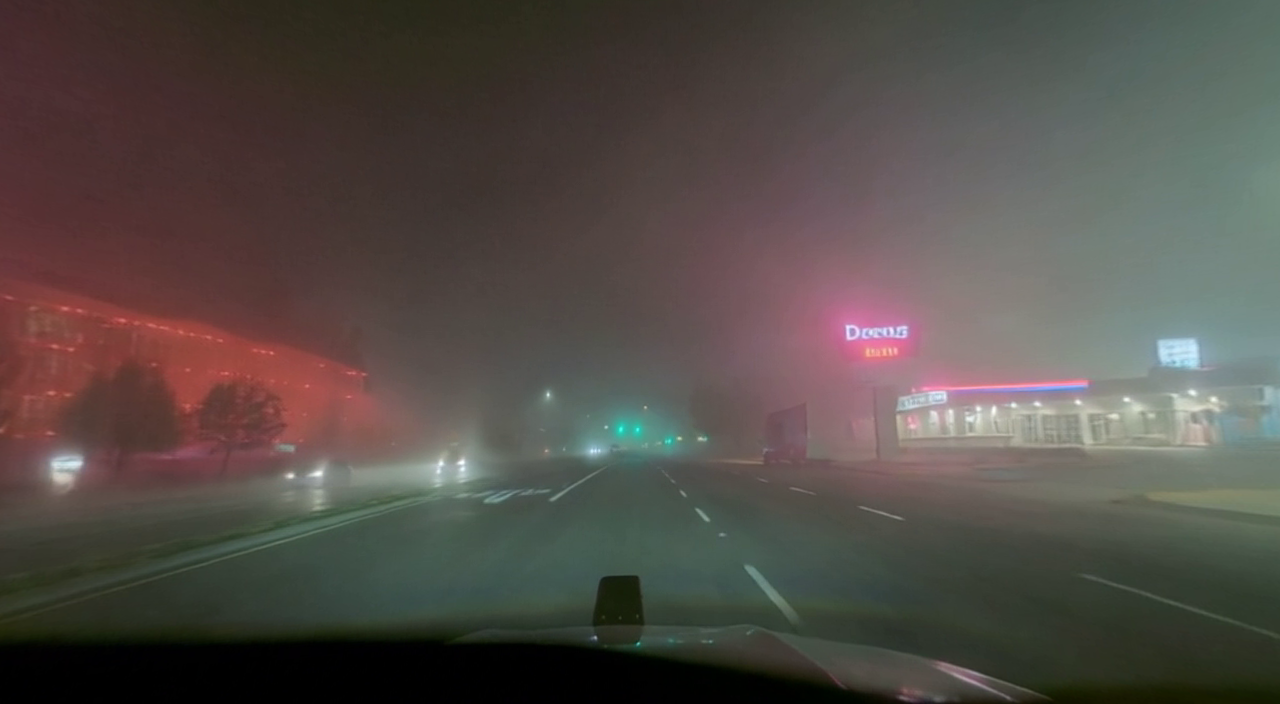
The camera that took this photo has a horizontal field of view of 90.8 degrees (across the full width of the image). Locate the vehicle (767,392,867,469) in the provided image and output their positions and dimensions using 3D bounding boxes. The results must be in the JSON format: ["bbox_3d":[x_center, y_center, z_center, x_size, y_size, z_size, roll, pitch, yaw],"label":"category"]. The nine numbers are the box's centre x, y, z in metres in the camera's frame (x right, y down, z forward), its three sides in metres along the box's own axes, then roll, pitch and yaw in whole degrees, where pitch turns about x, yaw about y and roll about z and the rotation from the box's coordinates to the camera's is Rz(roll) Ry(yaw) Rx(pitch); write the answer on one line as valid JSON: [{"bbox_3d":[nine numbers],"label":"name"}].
[{"bbox_3d":[9.818,4.620,36.297,3.174,3.794,9.019,-1,-9,1],"label":"vehicle"}]

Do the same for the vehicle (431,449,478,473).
[{"bbox_3d":[-12.437,7.307,42.626,1.901,1.465,4.604,0,-8,-2],"label":"vehicle"}]

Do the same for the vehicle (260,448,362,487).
[{"bbox_3d":[-14.693,5.240,28.548,1.841,1.543,4.680,-2,-11,4],"label":"vehicle"}]
